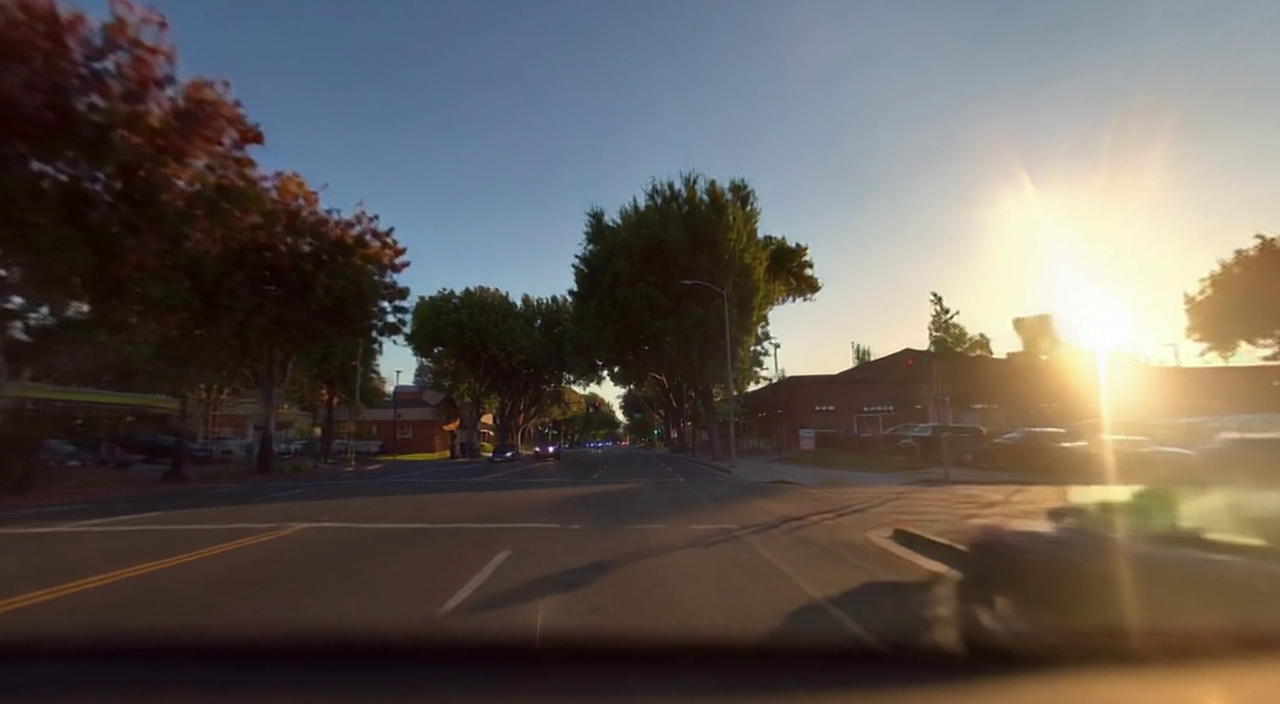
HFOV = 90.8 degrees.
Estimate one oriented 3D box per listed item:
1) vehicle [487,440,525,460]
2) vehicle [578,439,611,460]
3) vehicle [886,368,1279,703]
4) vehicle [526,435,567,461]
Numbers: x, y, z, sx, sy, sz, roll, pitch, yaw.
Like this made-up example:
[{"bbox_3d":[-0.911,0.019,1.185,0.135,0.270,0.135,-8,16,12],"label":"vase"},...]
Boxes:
[{"bbox_3d":[-10.441,7.659,49.581,2.012,1.429,4.462,0,-8,0],"label":"vehicle"},{"bbox_3d":[-3.328,7.221,46.941,2.122,1.469,4.388,0,-8,0],"label":"vehicle"},{"bbox_3d":[2.654,0.795,1.603,2.034,1.491,4.618,1,-8,-2],"label":"vehicle"},{"bbox_3d":[-6.977,7.159,47.421,2.322,1.819,4.651,0,-8,0],"label":"vehicle"}]
